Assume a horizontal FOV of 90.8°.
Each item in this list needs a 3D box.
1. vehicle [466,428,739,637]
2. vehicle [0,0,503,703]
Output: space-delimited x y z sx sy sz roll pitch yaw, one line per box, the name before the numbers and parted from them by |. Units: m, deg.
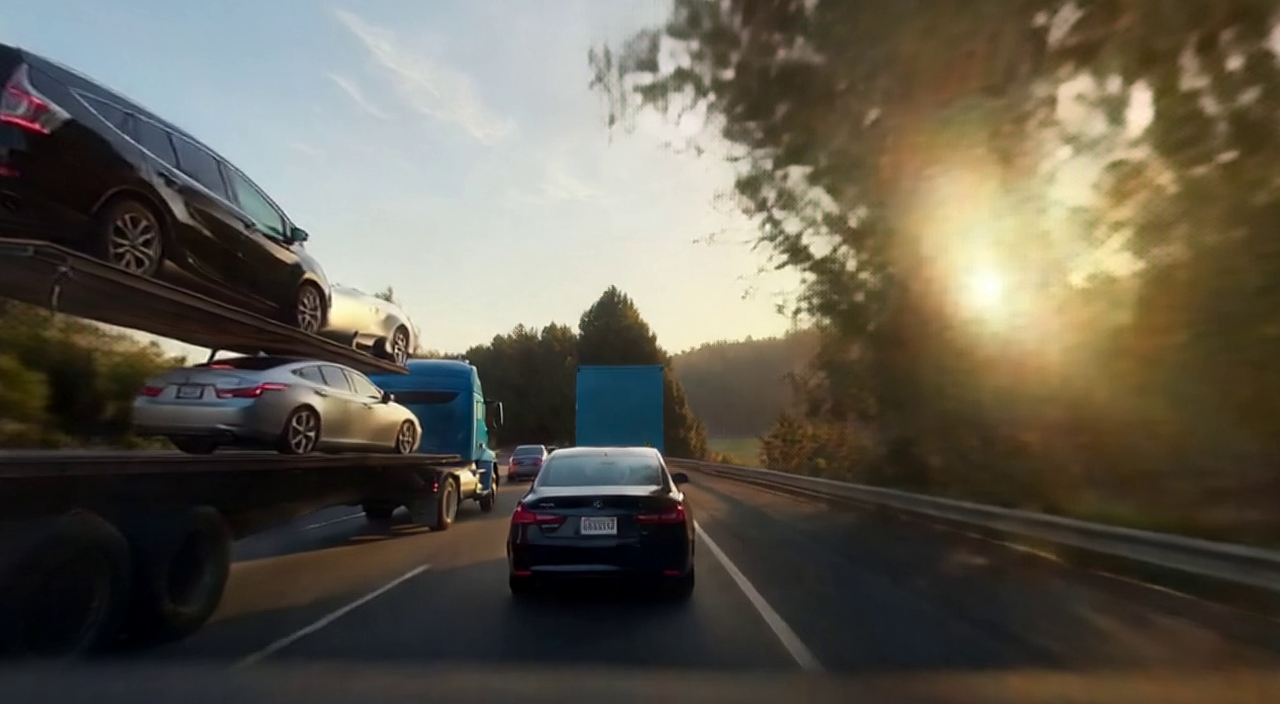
vehicle | -0.290 1.588 6.387 1.991 1.507 3.391 0 -9 -1
vehicle | -4.615 0.427 7.333 2.836 4.059 14.286 0 -9 0
